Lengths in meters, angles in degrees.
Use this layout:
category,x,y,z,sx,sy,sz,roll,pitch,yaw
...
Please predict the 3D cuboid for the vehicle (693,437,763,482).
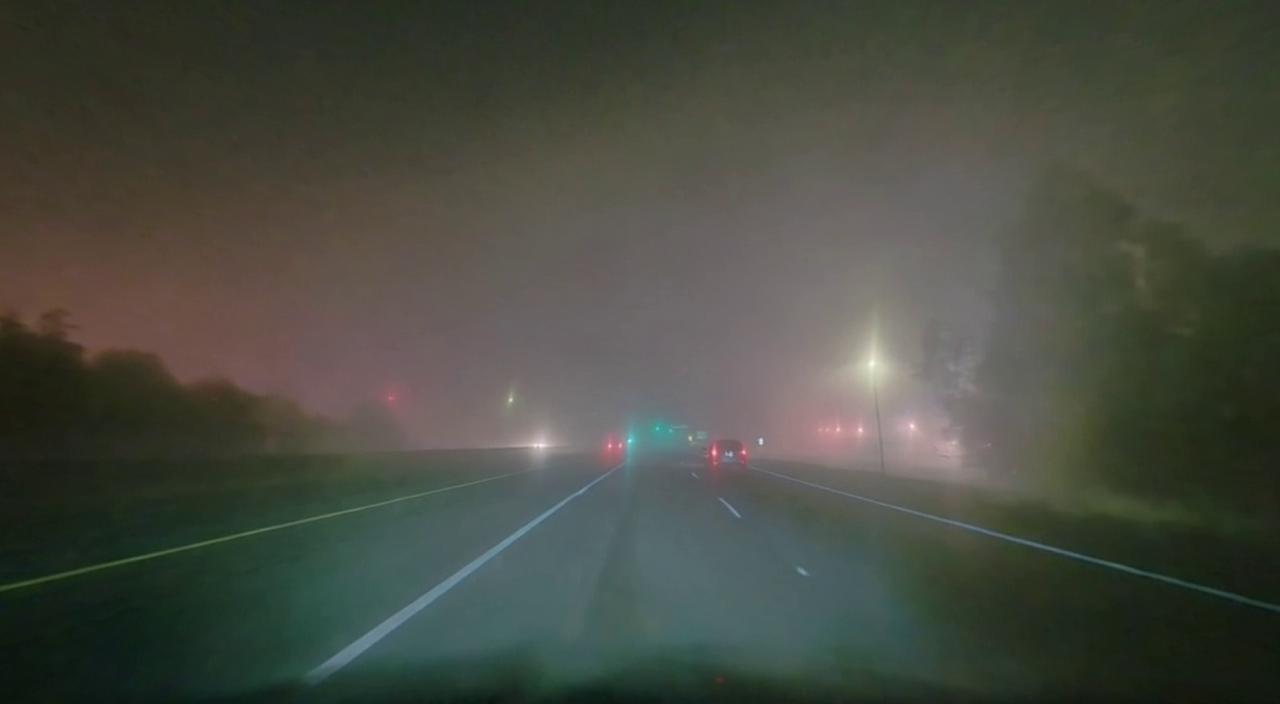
category,x,y,z,sx,sy,sz,roll,pitch,yaw
vehicle,3.359,4.221,25.082,2.085,1.594,4.848,0,-9,0
